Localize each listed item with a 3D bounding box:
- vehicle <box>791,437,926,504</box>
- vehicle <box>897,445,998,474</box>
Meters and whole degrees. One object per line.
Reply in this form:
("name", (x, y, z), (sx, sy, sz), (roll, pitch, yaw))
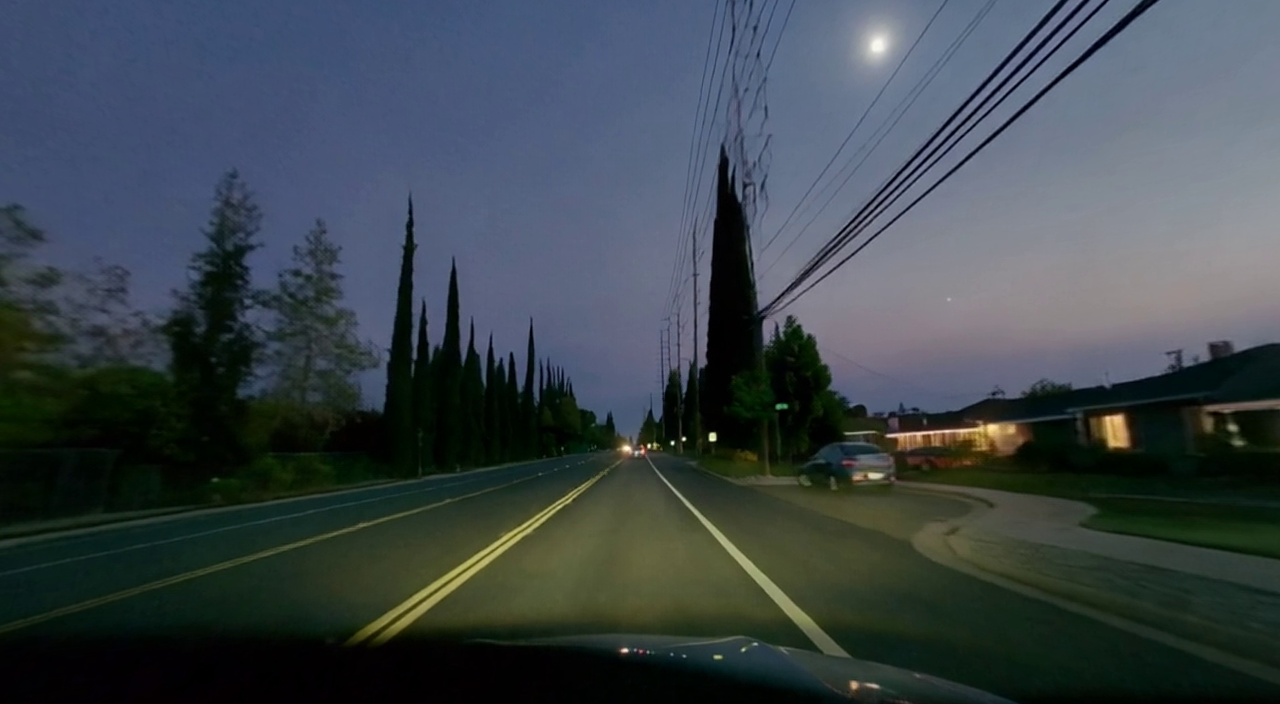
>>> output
("vehicle", (6.005, 3.292, 18.048), (2.039, 1.637, 4.782), (0, -8, -1))
("vehicle", (15.104, 5.287, 31.069), (4.034, 1.403, 1.821), (0, -8, -2))
